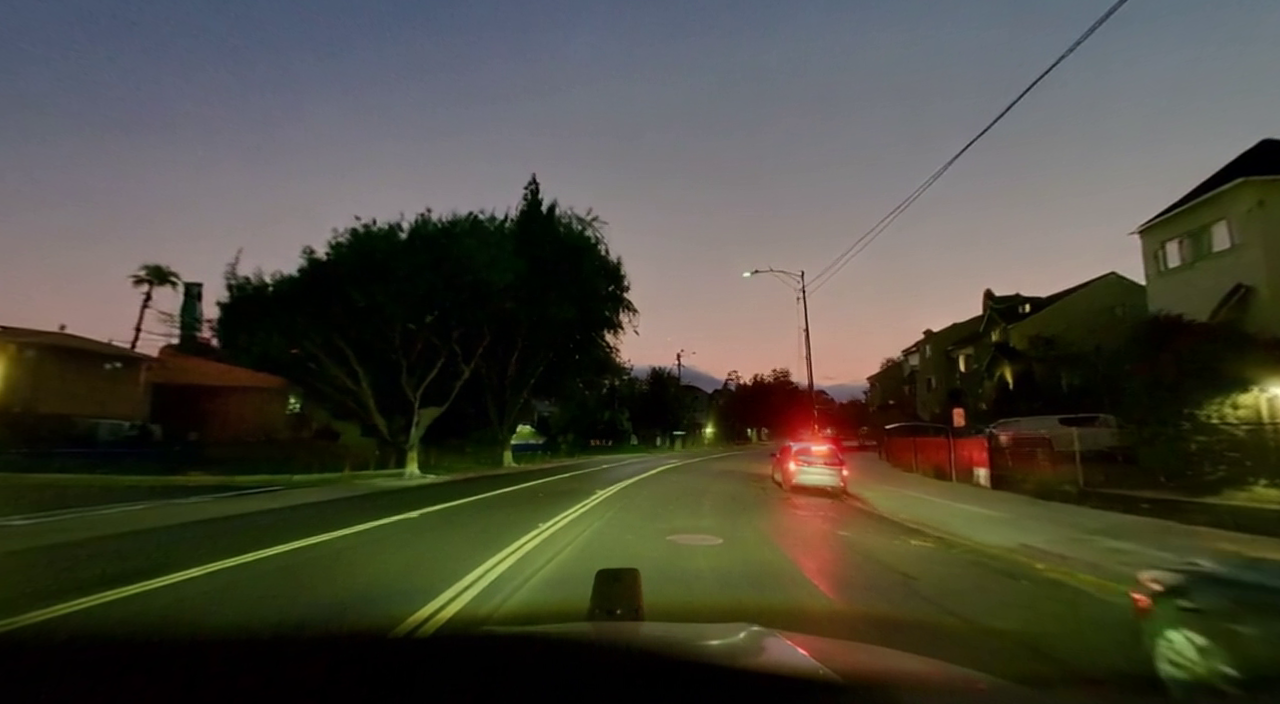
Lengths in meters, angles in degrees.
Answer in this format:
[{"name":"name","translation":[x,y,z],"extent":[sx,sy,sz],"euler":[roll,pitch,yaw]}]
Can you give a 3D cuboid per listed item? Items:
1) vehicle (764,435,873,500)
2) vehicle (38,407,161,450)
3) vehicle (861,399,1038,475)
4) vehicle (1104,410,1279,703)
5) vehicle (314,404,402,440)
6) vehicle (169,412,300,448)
[{"name":"vehicle","translation":[4.510,2.955,16.557],"extent":[1.947,1.479,3.743],"euler":[-1,-9,3]},{"name":"vehicle","translation":[-26.510,3.706,31.221],"extent":[1.861,1.795,4.302],"euler":[2,-4,10]},{"name":"vehicle","translation":[9.704,2.749,20.179],"extent":[4.387,1.812,2.018],"euler":[-7,-10,5]},{"name":"vehicle","translation":[3.262,0.790,1.393],"extent":[1.665,1.425,3.727],"euler":[0,-9,1]},{"name":"vehicle","translation":[-15.592,3.843,34.960],"extent":[4.054,1.565,1.719],"euler":[-4,1,8]},{"name":"vehicle","translation":[-17.433,3.407,27.279],"extent":[4.407,1.478,1.973],"euler":[-1,-9,7]}]
